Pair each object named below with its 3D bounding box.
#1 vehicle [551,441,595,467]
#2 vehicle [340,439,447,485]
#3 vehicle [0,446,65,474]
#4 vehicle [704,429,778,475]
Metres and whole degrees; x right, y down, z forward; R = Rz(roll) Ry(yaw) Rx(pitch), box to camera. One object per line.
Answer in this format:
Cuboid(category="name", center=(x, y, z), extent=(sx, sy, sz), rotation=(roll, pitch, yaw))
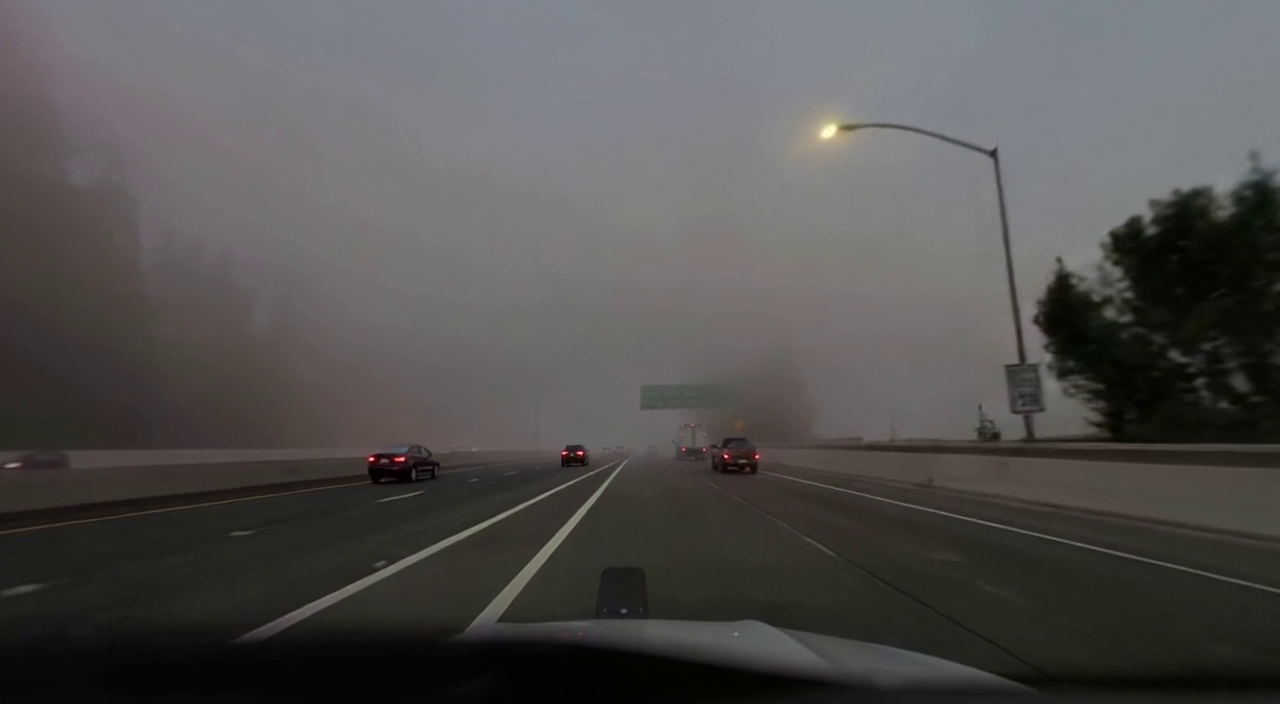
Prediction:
Cuboid(category="vehicle", center=(-3.932, 6.098, 37.791), extent=(1.981, 1.473, 4.317), rotation=(0, -8, 2))
Cuboid(category="vehicle", center=(-8.619, 3.870, 22.581), extent=(1.899, 1.465, 4.589), rotation=(0, -8, 1))
Cuboid(category="vehicle", center=(-40.543, 6.879, 40.244), extent=(2.112, 1.729, 5.735), rotation=(0, -8, 1))
Cuboid(category="vehicle", center=(4.666, 4.767, 30.336), extent=(2.355, 1.930, 6.633), rotation=(0, -8, -1))
